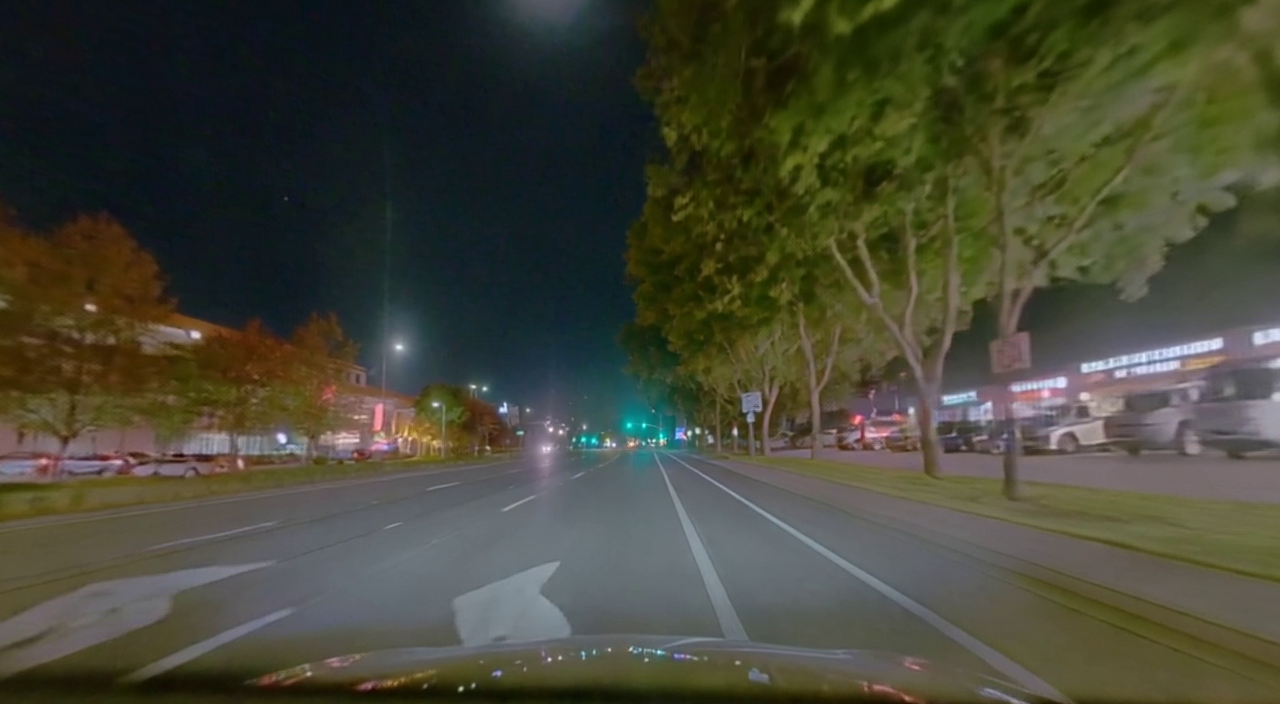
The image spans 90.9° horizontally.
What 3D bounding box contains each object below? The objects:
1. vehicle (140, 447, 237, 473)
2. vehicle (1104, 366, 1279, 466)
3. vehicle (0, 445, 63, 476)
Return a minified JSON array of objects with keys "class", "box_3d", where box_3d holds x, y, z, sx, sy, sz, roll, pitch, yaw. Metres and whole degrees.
[{"class":"vehicle","box_3d":[-31.372,7.492,43.898,5.115,1.744,2.000,0,-8,-3]},{"class":"vehicle","box_3d":[12.818,1.238,12.888,4.713,1.767,2.268,-4,-7,2]},{"class":"vehicle","box_3d":[-44.223,7.671,44.744,4.149,2.160,2.240,0,-8,-2]}]
